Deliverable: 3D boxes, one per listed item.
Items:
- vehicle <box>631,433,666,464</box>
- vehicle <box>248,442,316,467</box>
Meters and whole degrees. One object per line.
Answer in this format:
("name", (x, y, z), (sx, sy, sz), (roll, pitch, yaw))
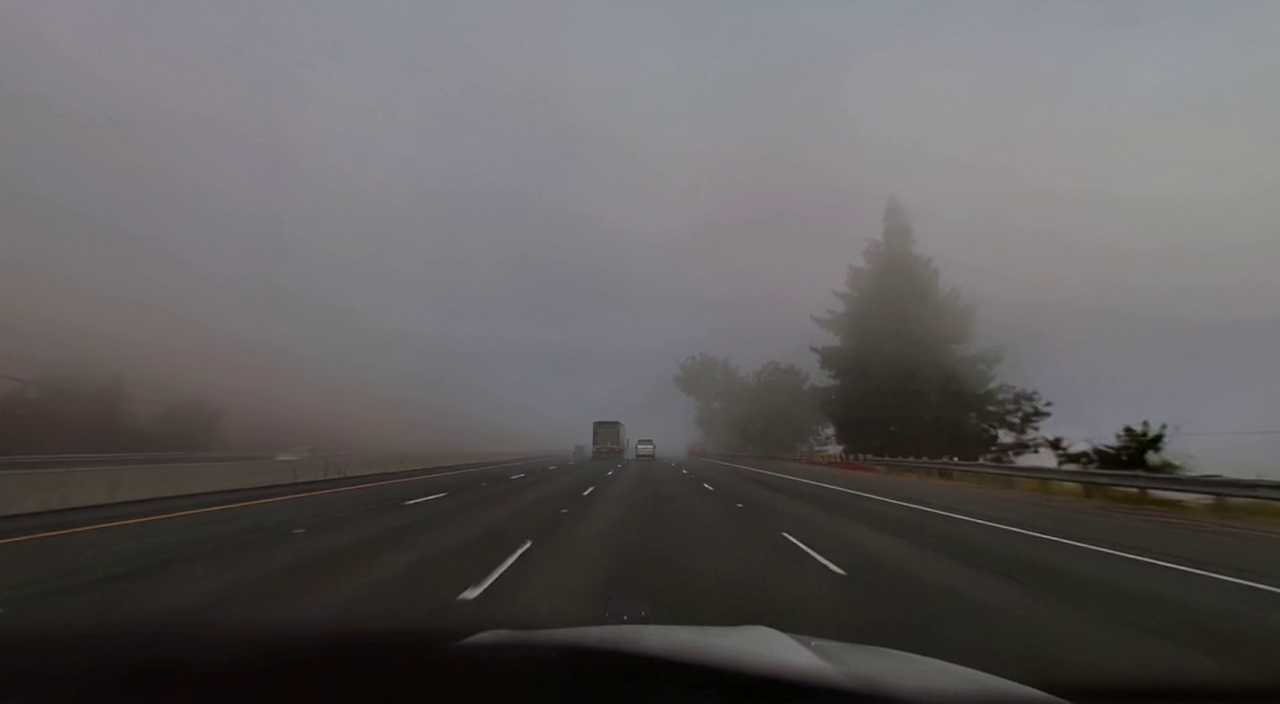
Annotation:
("vehicle", (0.559, 6.704, 43.931), (2.309, 2.023, 5.130), (0, -8, 0))
("vehicle", (-24.317, 6.970, 43.075), (1.921, 1.555, 4.539), (0, -8, 1))
